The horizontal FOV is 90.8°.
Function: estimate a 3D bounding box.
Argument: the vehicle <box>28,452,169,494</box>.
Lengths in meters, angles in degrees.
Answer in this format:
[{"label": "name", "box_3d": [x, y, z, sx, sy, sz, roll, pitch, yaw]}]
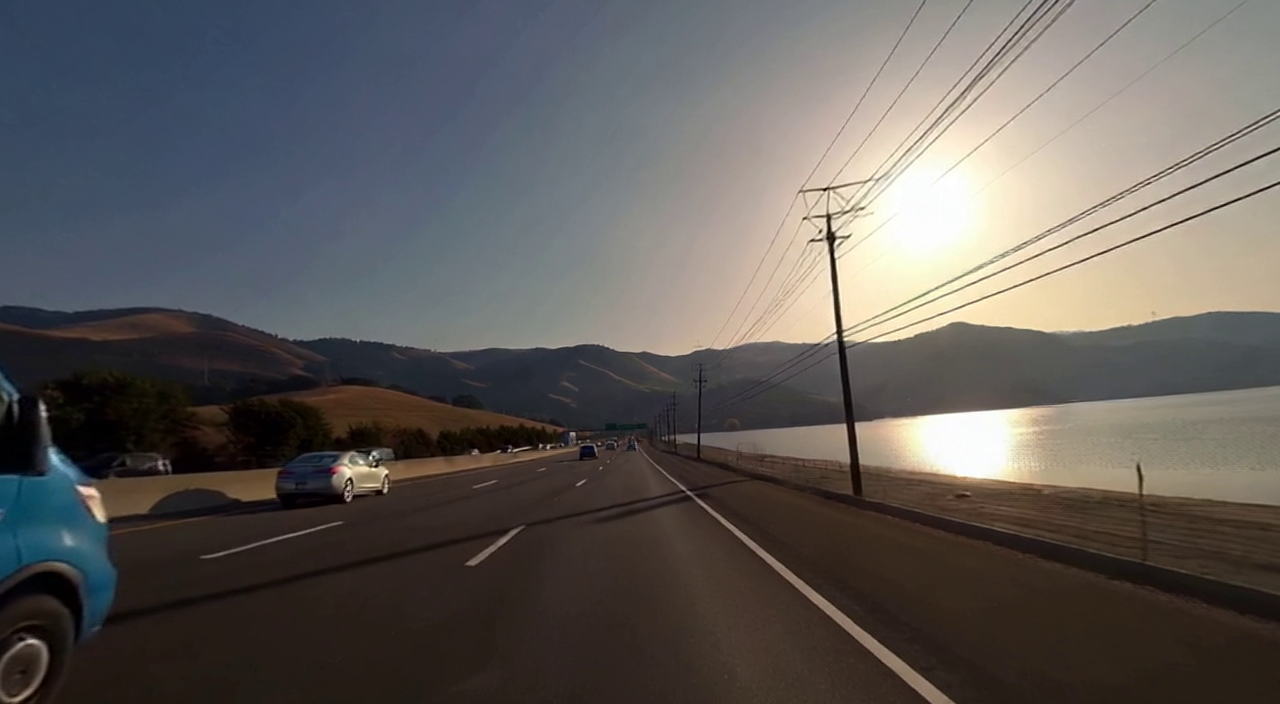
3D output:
[{"label": "vehicle", "box_3d": [-21.524, 4.802, 25.386, 1.933, 1.471, 4.226, 0, -9, -1]}]

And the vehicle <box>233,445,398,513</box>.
[{"label": "vehicle", "box_3d": [-8.001, 3.137, 16.168, 1.847, 1.456, 4.471, 0, -9, 0]}]

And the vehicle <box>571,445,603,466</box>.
[{"label": "vehicle", "box_3d": [-3.993, 7.862, 48.266, 2.097, 1.514, 4.209, 0, -9, -1]}]
